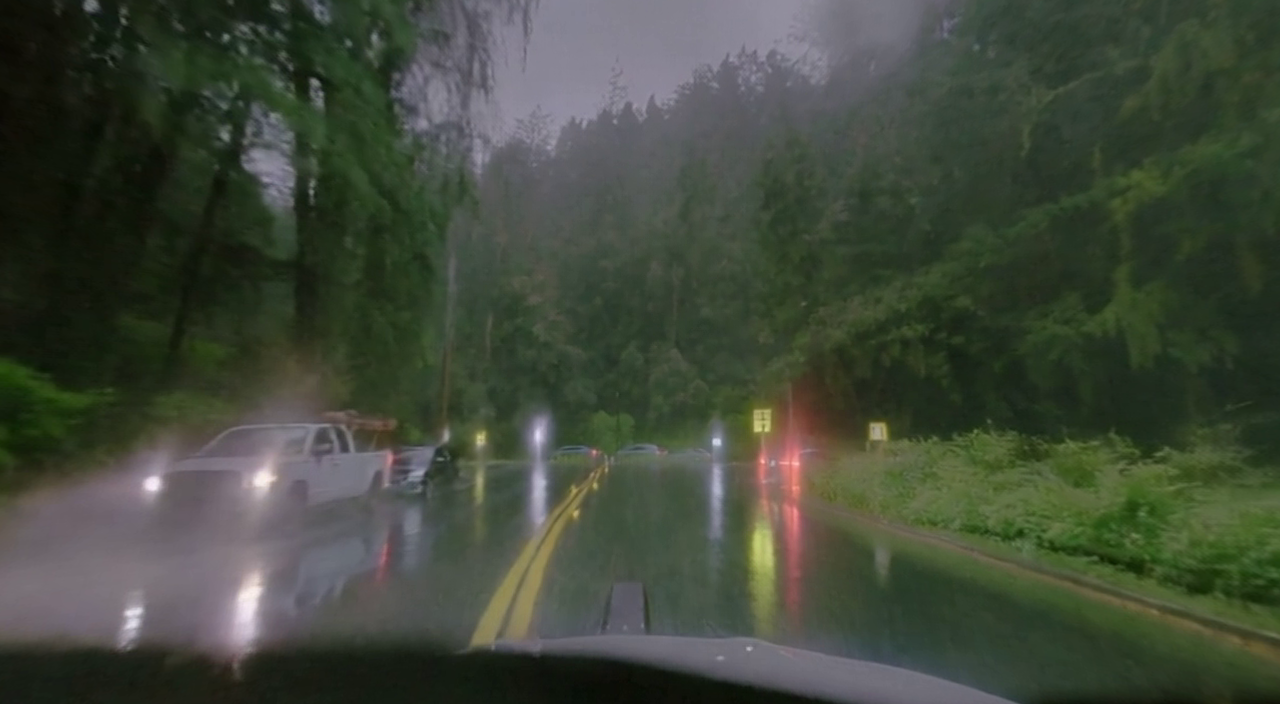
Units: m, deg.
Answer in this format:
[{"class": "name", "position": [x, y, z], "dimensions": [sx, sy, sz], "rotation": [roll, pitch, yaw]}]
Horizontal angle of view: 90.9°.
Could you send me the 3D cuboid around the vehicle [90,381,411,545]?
[{"class": "vehicle", "position": [-6.639, 2.176, 11.982], "dimensions": [2.583, 2.167, 5.667], "rotation": [-4, -12, -1]}]
